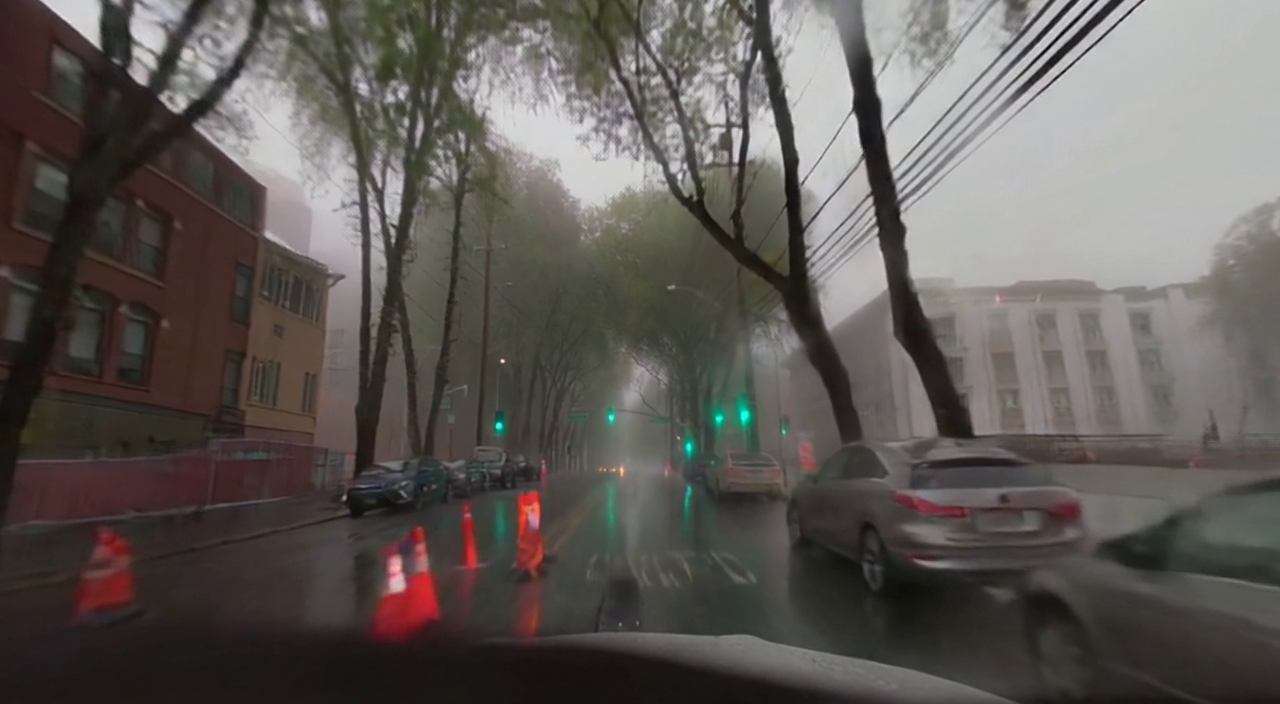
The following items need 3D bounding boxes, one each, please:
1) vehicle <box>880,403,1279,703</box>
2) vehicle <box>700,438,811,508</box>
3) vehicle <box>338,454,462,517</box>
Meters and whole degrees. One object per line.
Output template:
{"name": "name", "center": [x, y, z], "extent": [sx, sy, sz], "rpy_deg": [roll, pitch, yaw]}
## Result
{"name": "vehicle", "center": [2.911, 0.989, 2.460], "extent": [2.010, 1.499, 4.754], "rpy_deg": [0, -8, -1]}
{"name": "vehicle", "center": [3.168, 3.440, 18.505], "extent": [2.141, 1.737, 5.009], "rpy_deg": [0, -9, -2]}
{"name": "vehicle", "center": [-6.542, 3.650, 17.811], "extent": [1.968, 1.450, 4.271], "rpy_deg": [0, -8, -2]}
